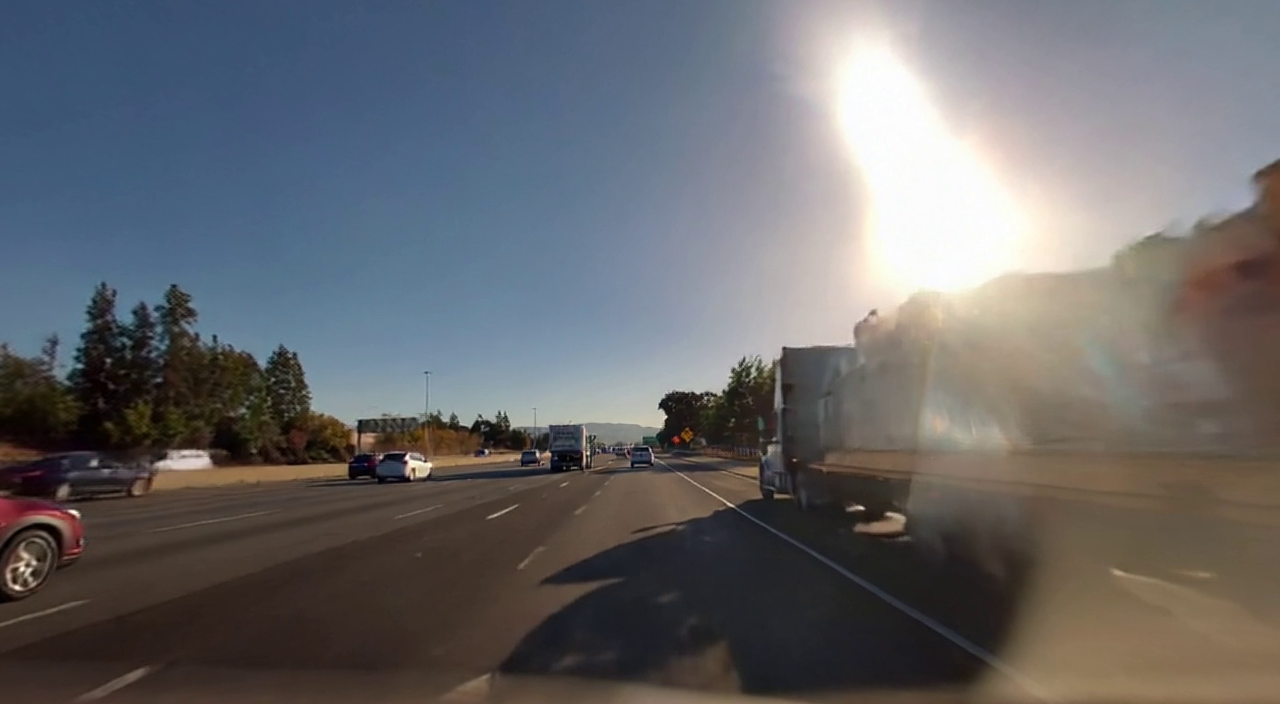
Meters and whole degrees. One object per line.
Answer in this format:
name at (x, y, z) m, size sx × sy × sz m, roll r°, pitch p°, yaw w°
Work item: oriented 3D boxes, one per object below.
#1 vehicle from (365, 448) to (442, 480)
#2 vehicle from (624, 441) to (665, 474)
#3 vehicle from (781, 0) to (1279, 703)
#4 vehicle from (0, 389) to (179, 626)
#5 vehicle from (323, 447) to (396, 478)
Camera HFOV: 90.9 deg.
vehicle at (-11.967, 5.679, 32.291) m, size 1.928 × 1.480 × 4.823 m, roll 0°, pitch -8°, yaw 2°
vehicle at (0.258, 6.133, 36.979) m, size 2.227 × 1.794 × 4.646 m, roll 0°, pitch -8°, yaw 1°
vehicle at (4.661, 0.771, 7.901) m, size 2.801 × 3.732 × 11.836 m, roll -4°, pitch -9°, yaw -1°
vehicle at (-6.016, 1.106, 4.262) m, size 2.200 × 1.793 × 4.586 m, roll 0°, pitch -8°, yaw 2°
vehicle at (-15.594, 6.149, 35.339) m, size 1.885 × 1.591 × 4.599 m, roll 0°, pitch -8°, yaw 2°
